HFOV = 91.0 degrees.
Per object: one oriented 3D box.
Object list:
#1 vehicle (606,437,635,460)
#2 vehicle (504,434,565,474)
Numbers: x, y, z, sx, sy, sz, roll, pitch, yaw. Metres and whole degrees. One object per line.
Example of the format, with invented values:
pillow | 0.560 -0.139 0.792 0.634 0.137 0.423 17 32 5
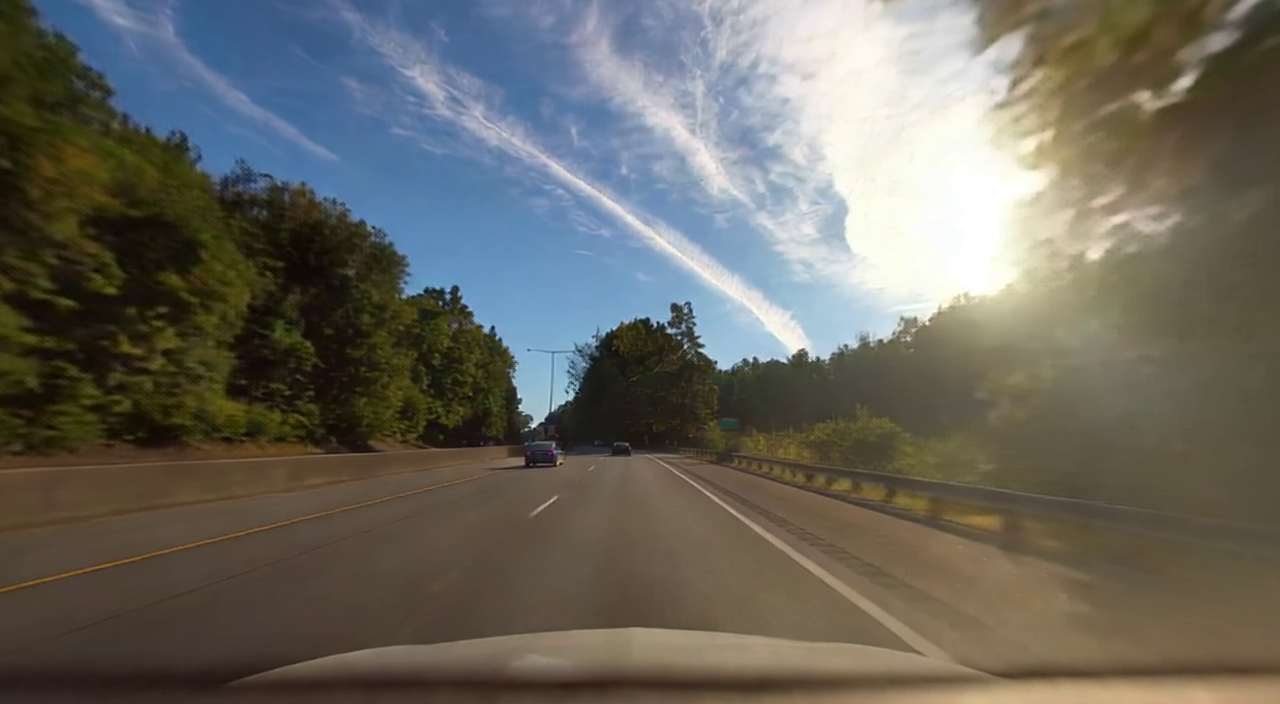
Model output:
vehicle | -1.541 7.556 49.445 2.159 1.670 4.395 0 -8 -1
vehicle | -4.772 4.676 29.117 2.111 1.645 4.382 0 -8 -1
